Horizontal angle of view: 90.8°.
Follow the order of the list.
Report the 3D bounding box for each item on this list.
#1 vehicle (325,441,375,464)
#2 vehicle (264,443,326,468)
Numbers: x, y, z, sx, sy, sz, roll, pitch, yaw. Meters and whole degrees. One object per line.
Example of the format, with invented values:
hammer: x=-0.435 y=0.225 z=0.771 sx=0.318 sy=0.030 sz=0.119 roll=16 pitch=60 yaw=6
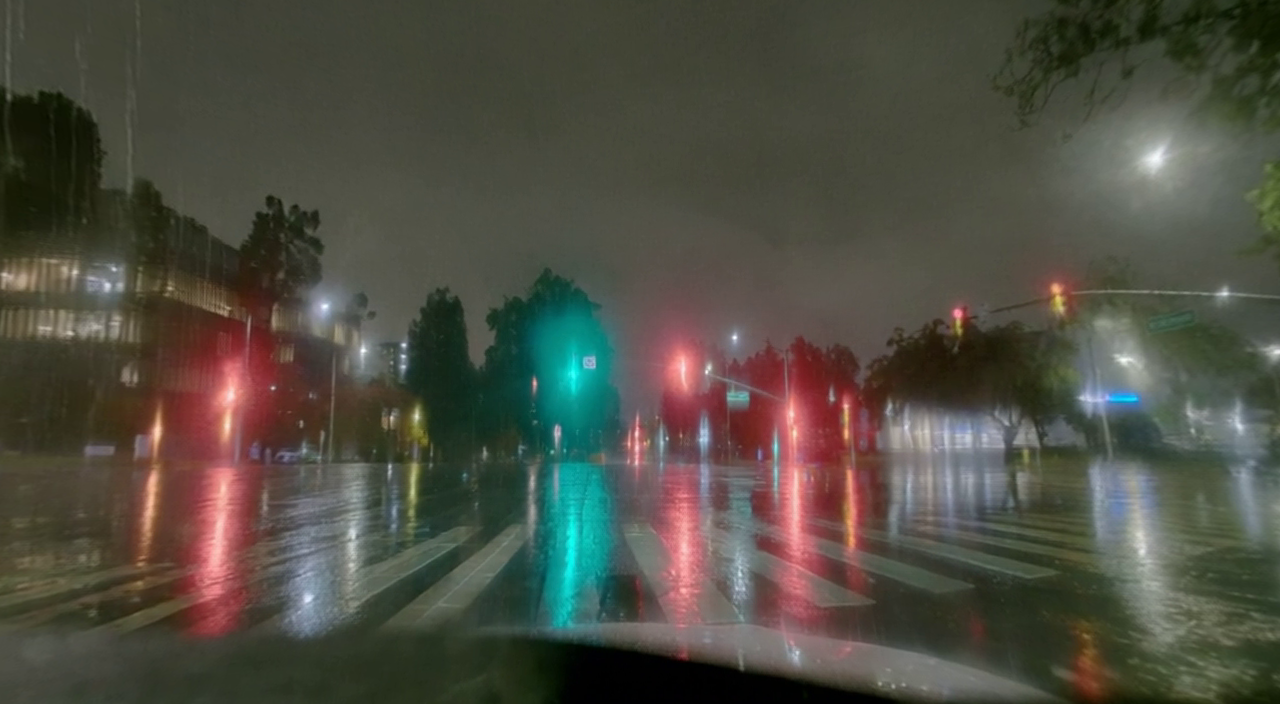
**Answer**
vehicle: x=-22.457 y=7.787 z=49.049 sx=2.023 sy=1.706 sz=4.756 roll=1 pitch=-9 yaw=-6
vehicle: x=-21.837 y=6.559 z=40.149 sx=2.005 sy=1.496 sz=4.020 roll=1 pitch=-9 yaw=-6
